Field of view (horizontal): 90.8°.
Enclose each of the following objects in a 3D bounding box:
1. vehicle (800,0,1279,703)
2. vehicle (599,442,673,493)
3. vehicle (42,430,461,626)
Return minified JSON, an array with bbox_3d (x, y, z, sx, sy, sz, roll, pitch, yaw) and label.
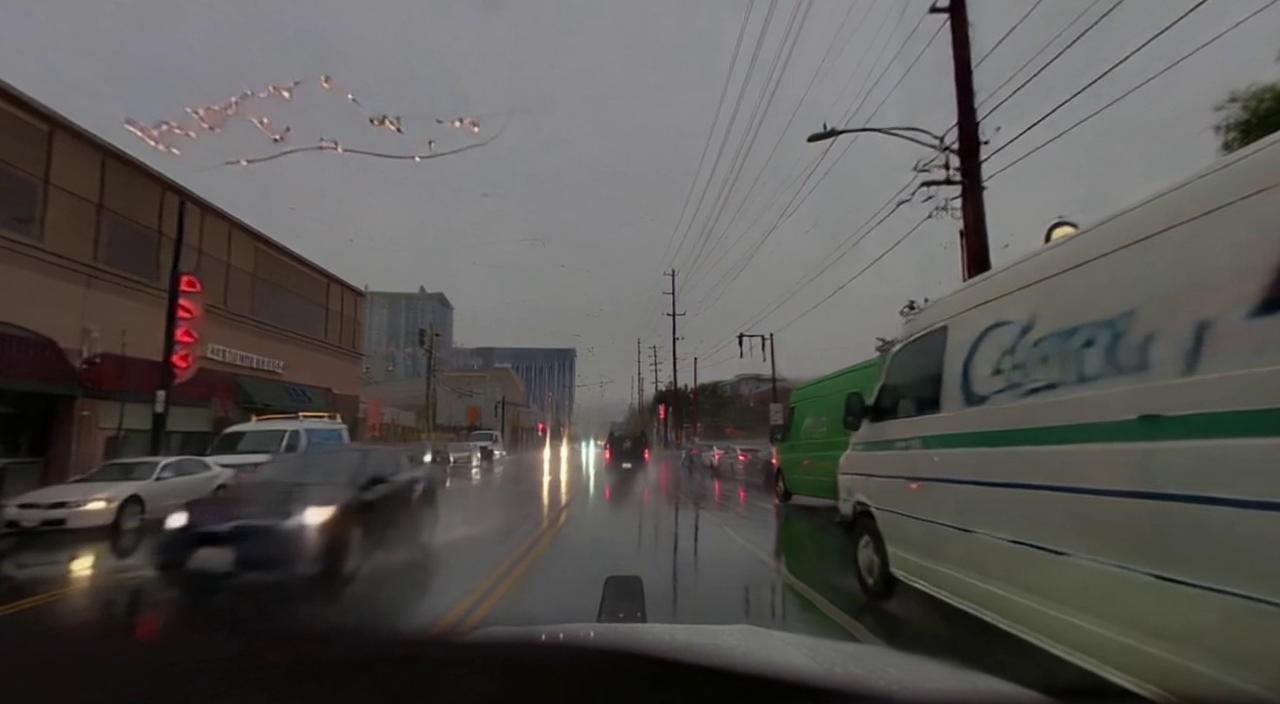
[{"bbox_3d":[2.937,0.284,2.763,2.419,2.927,6.907,0,-8,-2],"label":"vehicle"},{"bbox_3d":[-0.170,3.668,20.445,2.112,1.464,4.411,0,-8,-1],"label":"vehicle"},{"bbox_3d":[-3.625,1.688,7.133,1.974,1.484,4.400,0,-9,-1],"label":"vehicle"}]
